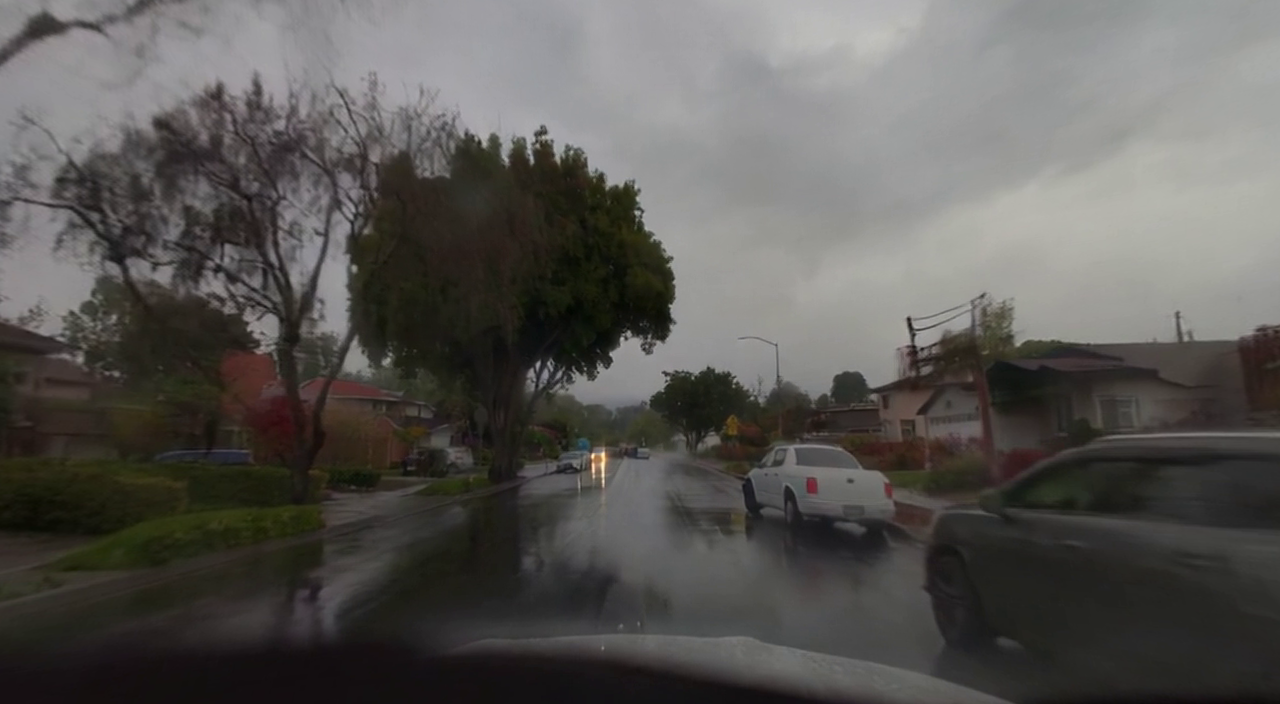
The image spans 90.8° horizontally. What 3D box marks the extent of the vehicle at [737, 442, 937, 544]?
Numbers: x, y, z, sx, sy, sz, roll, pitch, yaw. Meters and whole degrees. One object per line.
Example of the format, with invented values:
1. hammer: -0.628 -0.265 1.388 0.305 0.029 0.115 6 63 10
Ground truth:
1. vehicle: 3.118 2.317 11.129 2.043 1.411 4.331 0 -9 -1

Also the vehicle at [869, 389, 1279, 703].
1. vehicle: 2.866 1.030 2.971 2.022 1.483 4.565 -1 -9 2

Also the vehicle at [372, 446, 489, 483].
1. vehicle: -10.008 5.381 30.448 4.933 1.547 2.125 -2 -8 0

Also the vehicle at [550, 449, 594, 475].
1. vehicle: -4.025 6.586 38.071 1.987 1.459 4.473 -1 -9 3
